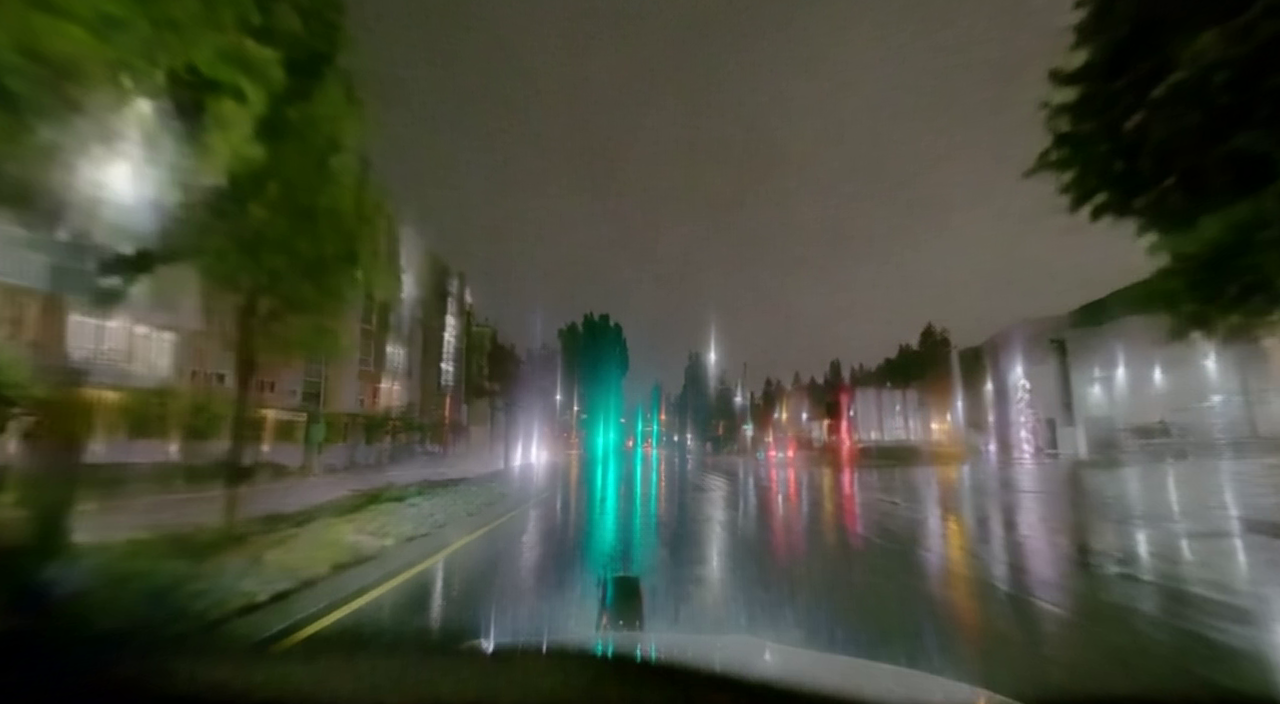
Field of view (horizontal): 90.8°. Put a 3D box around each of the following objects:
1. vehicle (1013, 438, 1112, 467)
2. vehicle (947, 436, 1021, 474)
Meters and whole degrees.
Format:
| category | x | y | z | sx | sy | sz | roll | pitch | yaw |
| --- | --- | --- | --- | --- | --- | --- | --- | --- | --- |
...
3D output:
| category | x | y | z | sx | sy | sz | roll | pitch | yaw |
| --- | --- | --- | --- | --- | --- | --- | --- | --- | --- |
| vehicle | 25.467 | 6.058 | 38.195 | 1.775 | 1.592 | 4.561 | 8 | -11 | -41 |
| vehicle | 16.986 | 5.081 | 31.295 | 2.630 | 1.808 | 1.657 | 0 | -9 | 3 |
